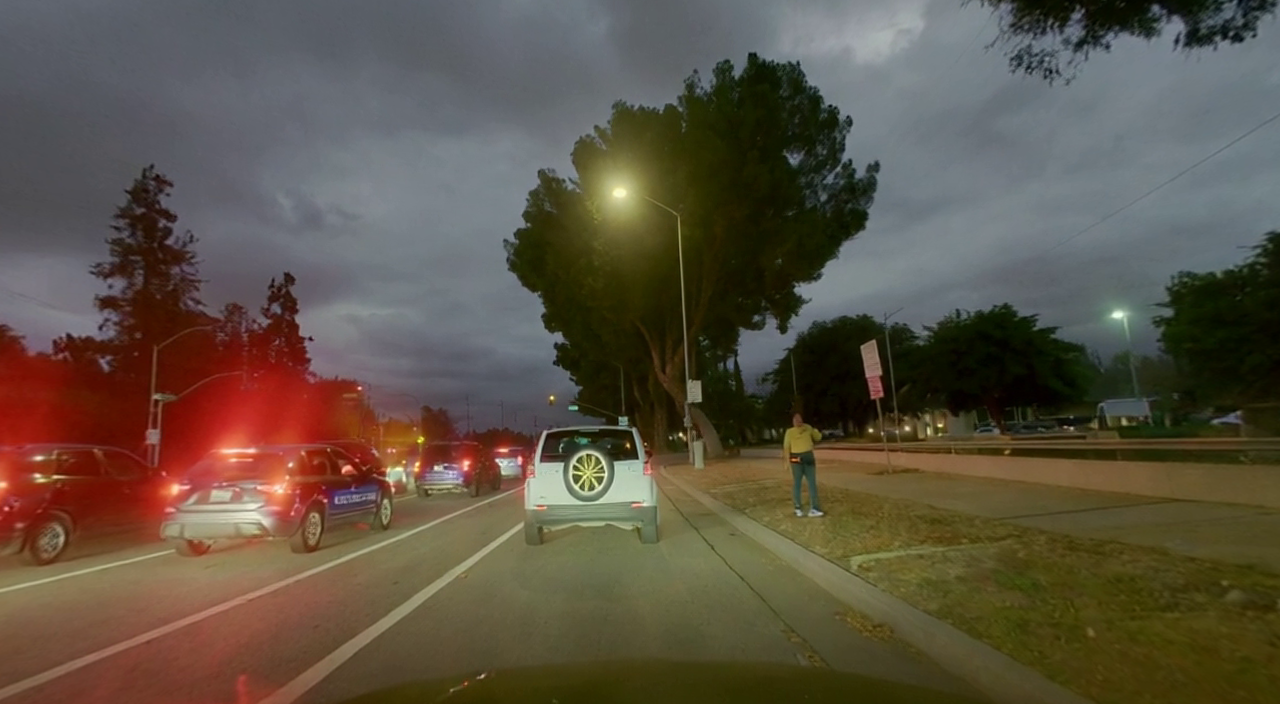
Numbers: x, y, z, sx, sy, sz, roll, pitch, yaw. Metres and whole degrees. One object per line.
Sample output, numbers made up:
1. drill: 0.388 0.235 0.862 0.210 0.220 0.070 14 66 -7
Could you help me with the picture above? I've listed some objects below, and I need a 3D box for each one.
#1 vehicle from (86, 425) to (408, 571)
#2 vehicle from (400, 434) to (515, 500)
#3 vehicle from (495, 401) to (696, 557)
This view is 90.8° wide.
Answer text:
1. vehicle: -5.406 2.041 9.647 2.010 1.674 4.484 0 -9 0
2. vehicle: -5.470 3.499 19.636 2.188 1.774 4.477 0 -9 0
3. vehicle: -0.581 1.822 9.696 2.368 1.829 4.293 0 -9 -2
